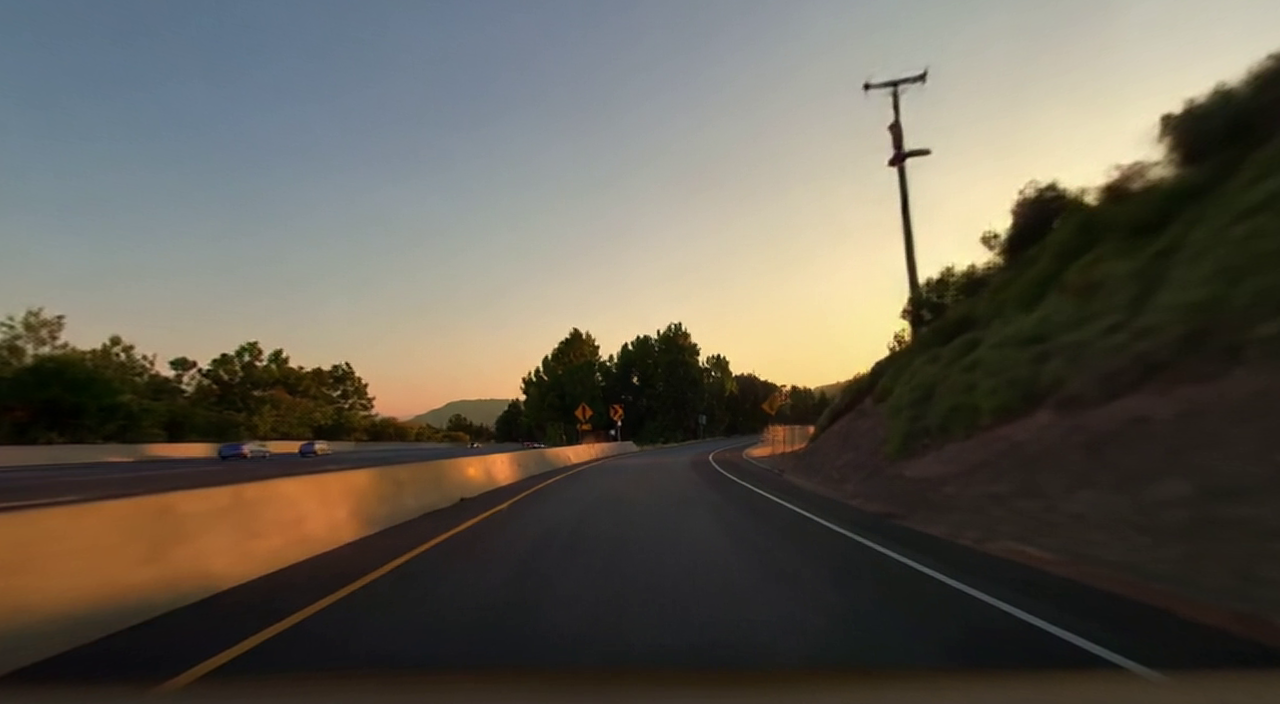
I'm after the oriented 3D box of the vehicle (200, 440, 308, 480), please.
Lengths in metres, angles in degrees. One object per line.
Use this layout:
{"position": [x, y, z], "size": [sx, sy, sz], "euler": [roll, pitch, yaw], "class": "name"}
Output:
{"position": [-15.548, 4.333, 25.609], "size": [1.895, 1.451, 4.168], "euler": [0, -8, -2], "class": "vehicle"}
